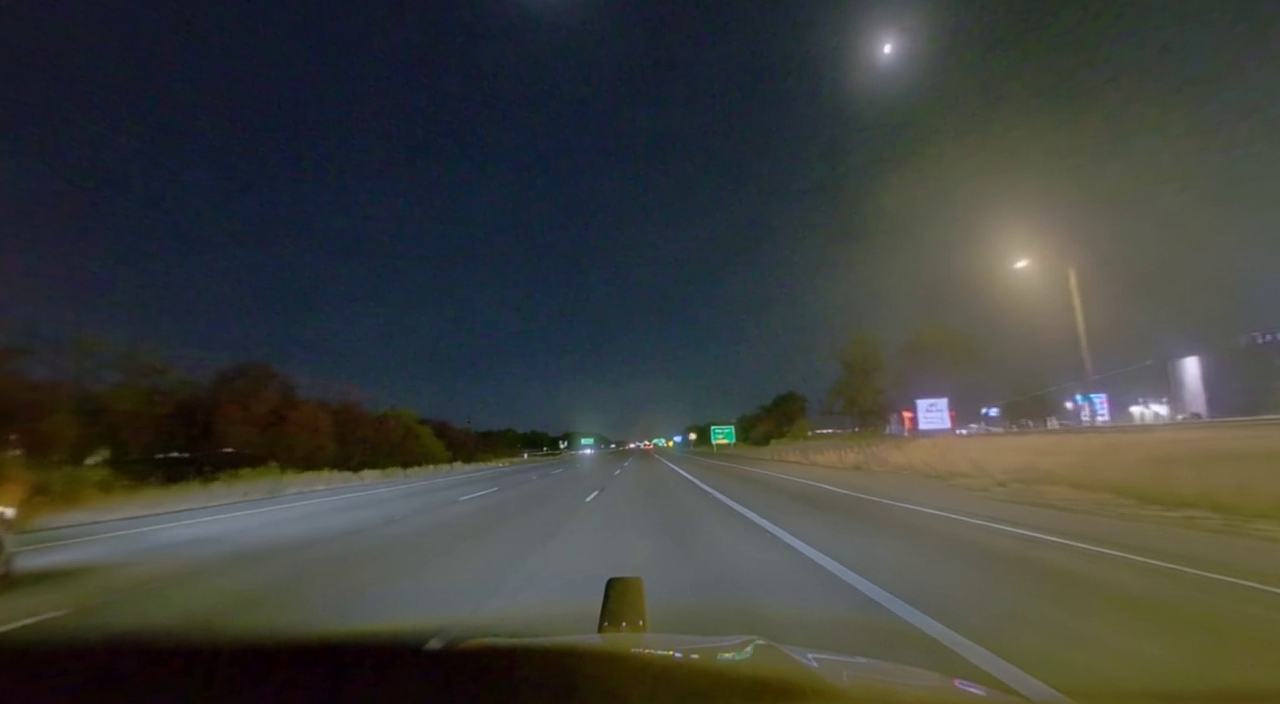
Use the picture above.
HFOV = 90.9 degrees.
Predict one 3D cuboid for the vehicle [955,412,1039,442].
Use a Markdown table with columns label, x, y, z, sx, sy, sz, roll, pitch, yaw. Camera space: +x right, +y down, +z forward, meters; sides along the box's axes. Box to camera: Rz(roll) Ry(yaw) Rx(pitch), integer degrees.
| label | x | y | z | sx | sy | sz | roll | pitch | yaw |
| --- | --- | --- | --- | --- | --- | --- | --- | --- | --- |
| vehicle | 23.543 | 5.034 | 41.950 | 2.268 | 1.833 | 5.691 | 0 | -8 | 0 |
